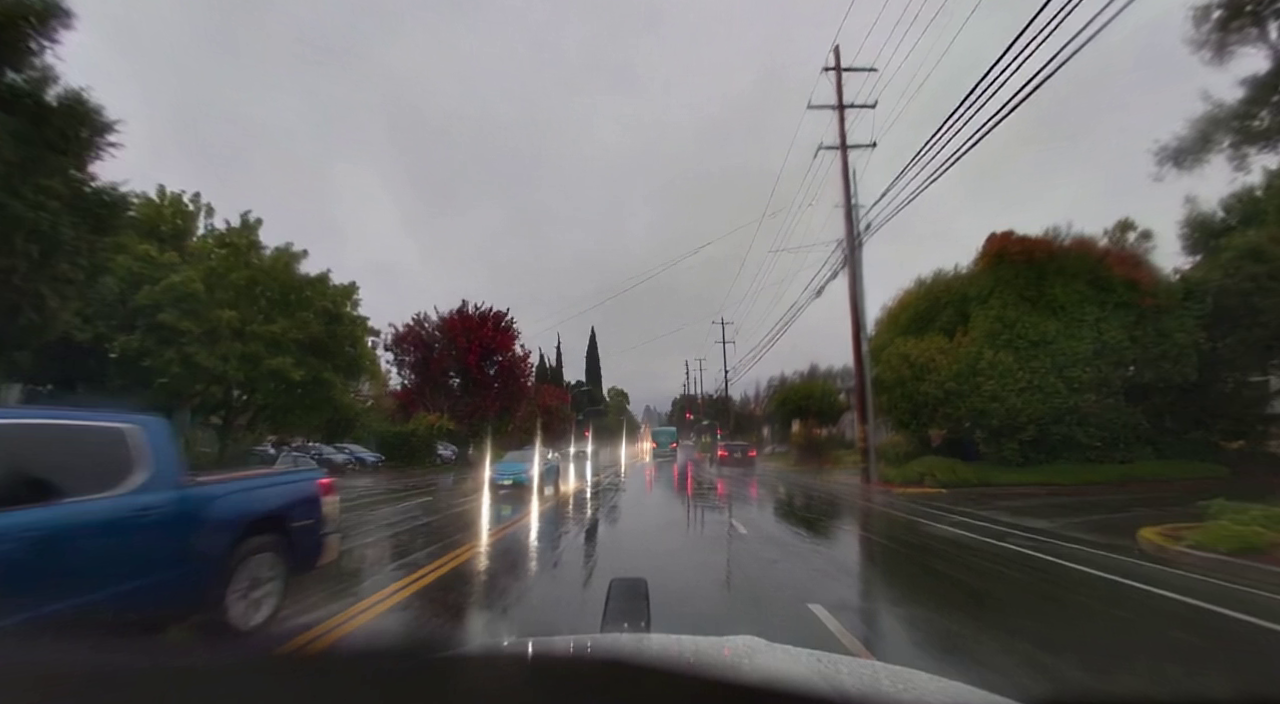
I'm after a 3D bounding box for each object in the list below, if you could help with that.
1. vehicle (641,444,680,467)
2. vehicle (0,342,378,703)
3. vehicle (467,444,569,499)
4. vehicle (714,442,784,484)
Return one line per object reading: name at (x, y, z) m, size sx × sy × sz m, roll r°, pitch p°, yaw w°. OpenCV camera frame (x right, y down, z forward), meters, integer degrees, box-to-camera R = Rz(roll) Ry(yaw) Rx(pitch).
vehicle at (1.306, 6.485, 39.643) m, size 2.298 × 1.359 × 4.081 m, roll 0°, pitch -8°, yaw 2°
vehicle at (-3.640, 0.986, 3.621) m, size 2.101 × 1.721 × 4.807 m, roll 0°, pitch -8°, yaw 1°
vehicle at (-3.281, 3.306, 17.911) m, size 1.892 × 1.354 × 4.476 m, roll 0°, pitch -8°, yaw 2°
vehicle at (4.093, 4.235, 24.403) m, size 1.951 × 1.479 × 4.487 m, roll 0°, pitch -8°, yaw 1°
